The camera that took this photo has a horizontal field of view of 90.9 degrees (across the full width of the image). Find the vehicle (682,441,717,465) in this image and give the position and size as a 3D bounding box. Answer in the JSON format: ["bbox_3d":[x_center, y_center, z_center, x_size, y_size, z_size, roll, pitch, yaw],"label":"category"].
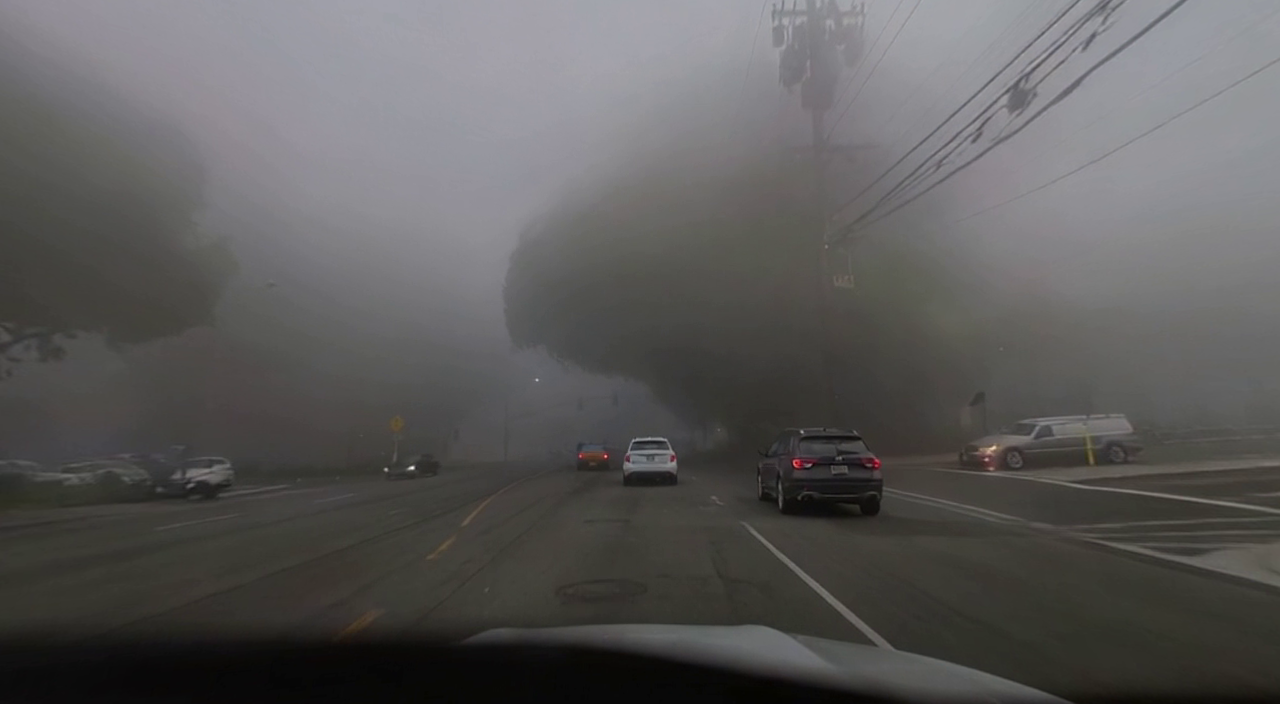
[{"bbox_3d":[4.025,6.902,43.276,1.880,1.503,4.130,0,-8,-1],"label":"vehicle"}]

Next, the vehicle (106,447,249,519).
[{"bbox_3d":[-11.786,3.337,16.443,2.006,1.510,4.290,2,-10,-23],"label":"vehicle"}]

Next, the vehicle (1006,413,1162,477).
[{"bbox_3d":[14.286,3.052,20.709,2.146,1.837,4.512,-1,-8,6],"label":"vehicle"}]

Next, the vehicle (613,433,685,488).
[{"bbox_3d":[0.284,3.600,21.236,2.200,1.653,4.127,0,-8,0],"label":"vehicle"}]

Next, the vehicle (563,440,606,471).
[{"bbox_3d":[-2.892,5.455,33.426,2.104,1.488,4.546,0,-8,-4],"label":"vehicle"}]

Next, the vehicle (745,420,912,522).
[{"bbox_3d":[3.588,2.359,13.030,2.024,1.711,4.512,0,-8,0],"label":"vehicle"}]

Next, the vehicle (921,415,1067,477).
[{"bbox_3d":[11.671,3.164,21.300,2.238,1.845,4.874,-1,-8,3],"label":"vehicle"}]
